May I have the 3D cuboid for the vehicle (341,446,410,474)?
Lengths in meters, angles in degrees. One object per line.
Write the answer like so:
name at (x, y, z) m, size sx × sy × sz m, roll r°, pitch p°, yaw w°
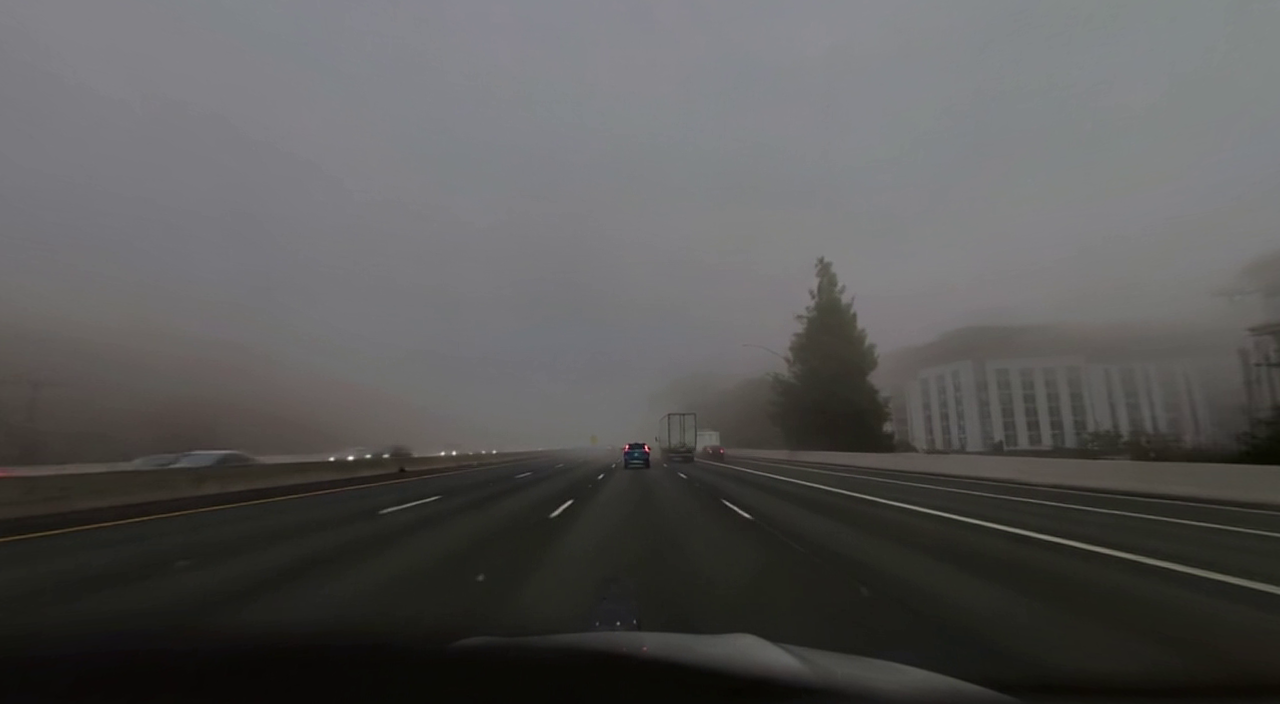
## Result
vehicle at (-18.076, 7.370, 43.475) m, size 2.226 × 1.790 × 5.699 m, roll 0°, pitch -9°, yaw 1°

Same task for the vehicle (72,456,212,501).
vehicle at (-18.059, 4.566, 23.198) m, size 1.790 × 1.443 × 4.106 m, roll 0°, pitch -9°, yaw 0°

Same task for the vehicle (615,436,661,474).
vehicle at (-0.135, 5.532, 34.107) m, size 2.297 × 1.912 × 4.355 m, roll 0°, pitch -9°, yaw -1°
